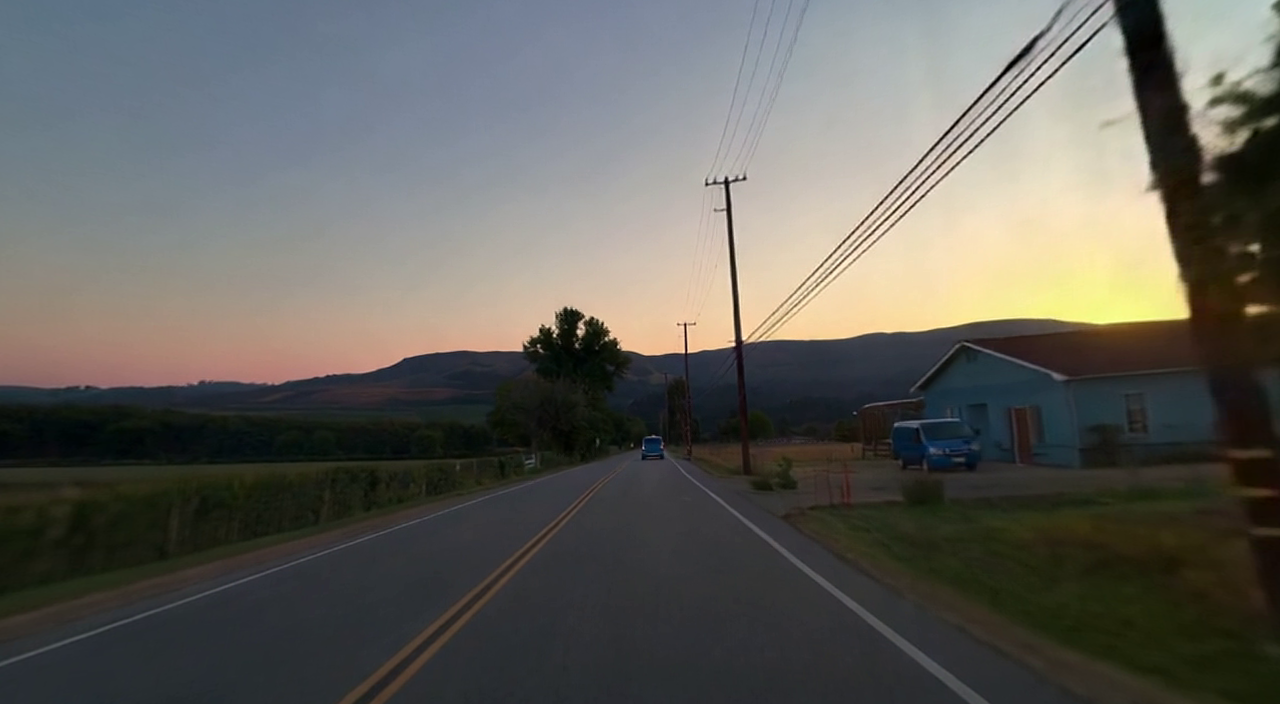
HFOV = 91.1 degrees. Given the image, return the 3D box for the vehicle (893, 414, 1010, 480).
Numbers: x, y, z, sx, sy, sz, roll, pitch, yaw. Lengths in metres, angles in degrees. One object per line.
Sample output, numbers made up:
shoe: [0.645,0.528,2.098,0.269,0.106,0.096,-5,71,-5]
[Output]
vehicle: [10.765,3.312,22.143,2.077,1.919,4.690,-5,-8,7]
